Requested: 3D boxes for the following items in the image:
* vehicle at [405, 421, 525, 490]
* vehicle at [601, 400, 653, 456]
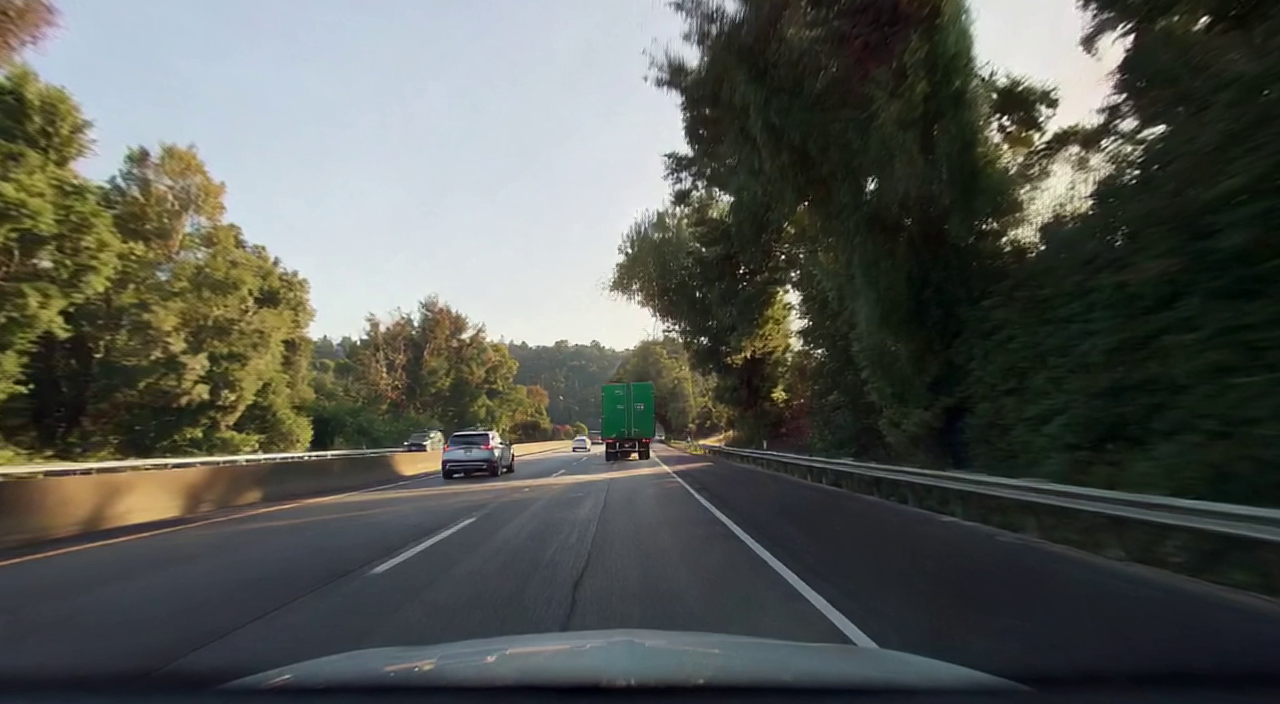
[{"bbox_3d":[-4.790,2.897,18.077,2.138,1.697,4.587,0,-8,0],"label":"vehicle"},{"bbox_3d":[-0.609,3.484,28.786,2.319,2.461,1.270,1,-8,-3],"label":"vehicle"}]
